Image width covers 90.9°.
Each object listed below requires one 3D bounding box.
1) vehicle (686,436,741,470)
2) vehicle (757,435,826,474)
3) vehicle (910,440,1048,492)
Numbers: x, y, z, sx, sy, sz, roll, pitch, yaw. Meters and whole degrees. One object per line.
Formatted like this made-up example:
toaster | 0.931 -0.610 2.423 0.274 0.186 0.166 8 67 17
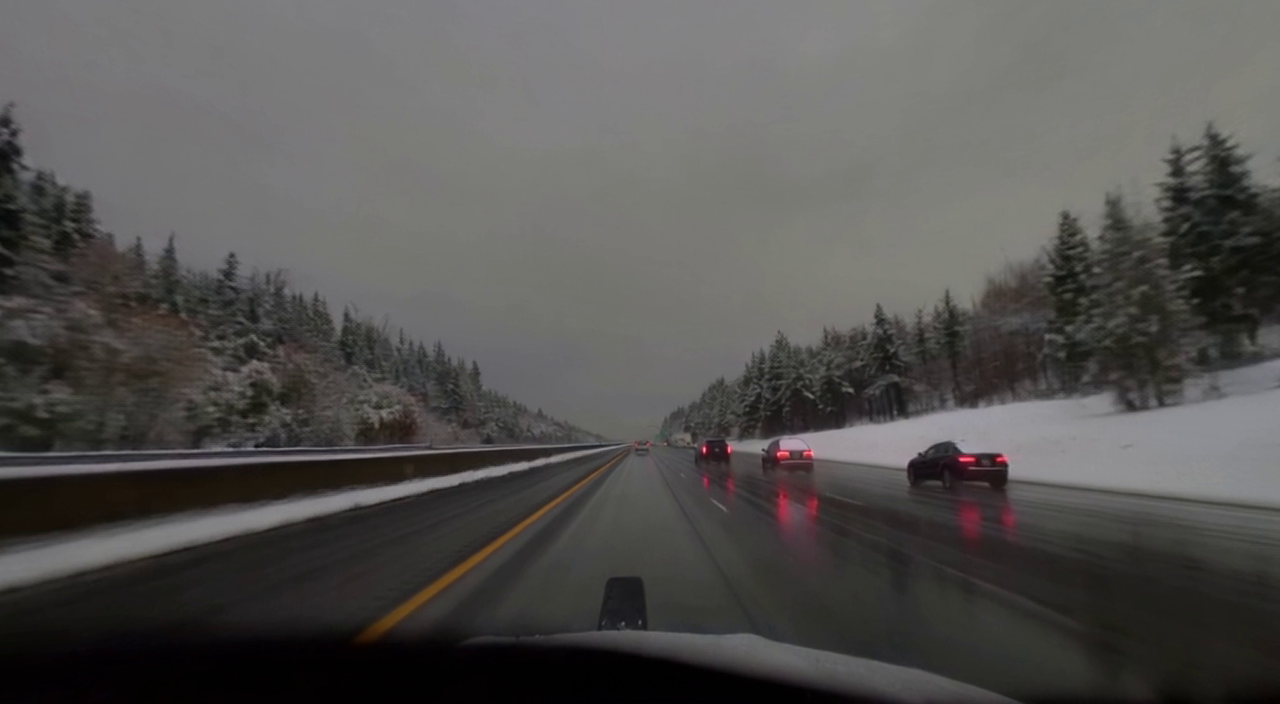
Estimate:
vehicle | 3.799 5.312 33.295 2.326 1.644 4.206 0 -8 -1
vehicle | 7.230 4.929 30.612 2.178 1.749 4.570 0 -8 -1
vehicle | 10.679 3.600 20.332 1.970 1.479 4.480 0 -8 0
